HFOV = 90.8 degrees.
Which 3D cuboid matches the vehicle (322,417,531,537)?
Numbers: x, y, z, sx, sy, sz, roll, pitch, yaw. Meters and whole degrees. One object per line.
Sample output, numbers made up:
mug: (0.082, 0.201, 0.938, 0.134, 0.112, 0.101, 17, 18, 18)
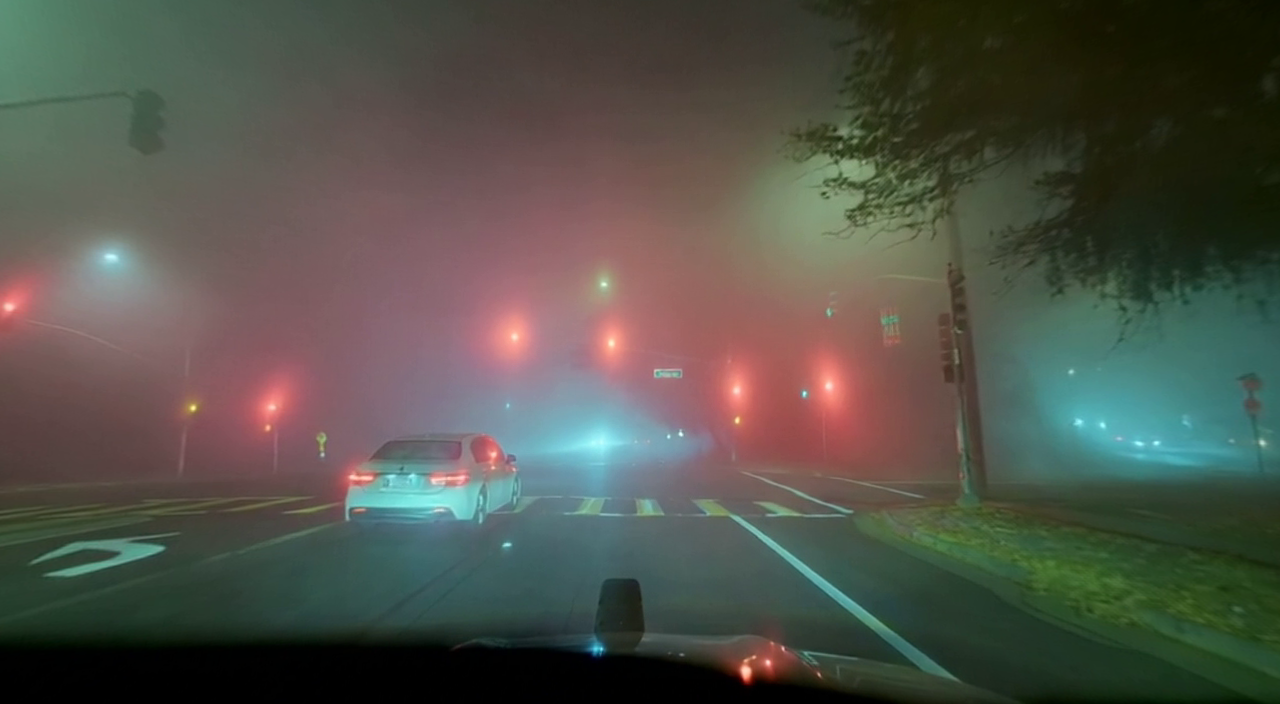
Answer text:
vehicle: (-3.247, 2.012, 10.768, 2.076, 1.599, 4.483, 0, -8, -1)
